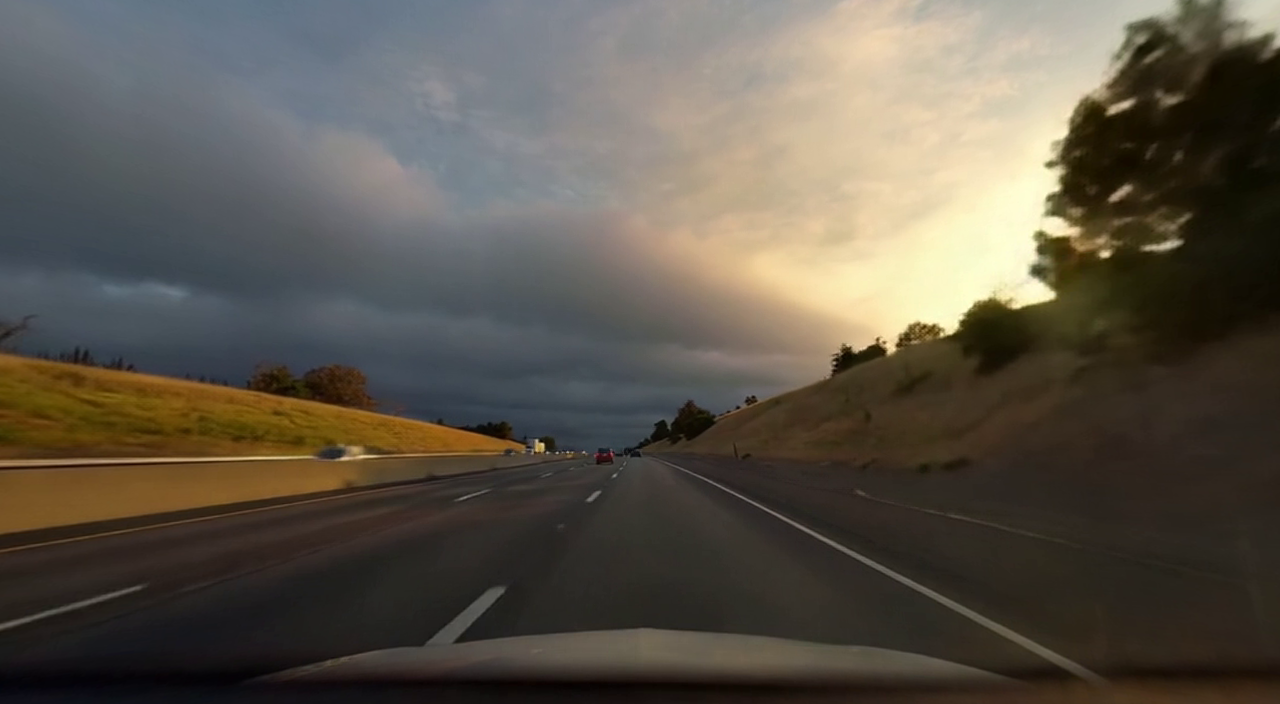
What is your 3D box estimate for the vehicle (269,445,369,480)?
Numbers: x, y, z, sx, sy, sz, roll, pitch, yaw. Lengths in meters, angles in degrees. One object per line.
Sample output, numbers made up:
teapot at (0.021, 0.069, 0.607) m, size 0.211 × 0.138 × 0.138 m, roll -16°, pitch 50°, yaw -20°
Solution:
vehicle at (-14.953, 5.149, 29.703) m, size 2.188 × 1.465 × 4.763 m, roll 0°, pitch -9°, yaw 0°
